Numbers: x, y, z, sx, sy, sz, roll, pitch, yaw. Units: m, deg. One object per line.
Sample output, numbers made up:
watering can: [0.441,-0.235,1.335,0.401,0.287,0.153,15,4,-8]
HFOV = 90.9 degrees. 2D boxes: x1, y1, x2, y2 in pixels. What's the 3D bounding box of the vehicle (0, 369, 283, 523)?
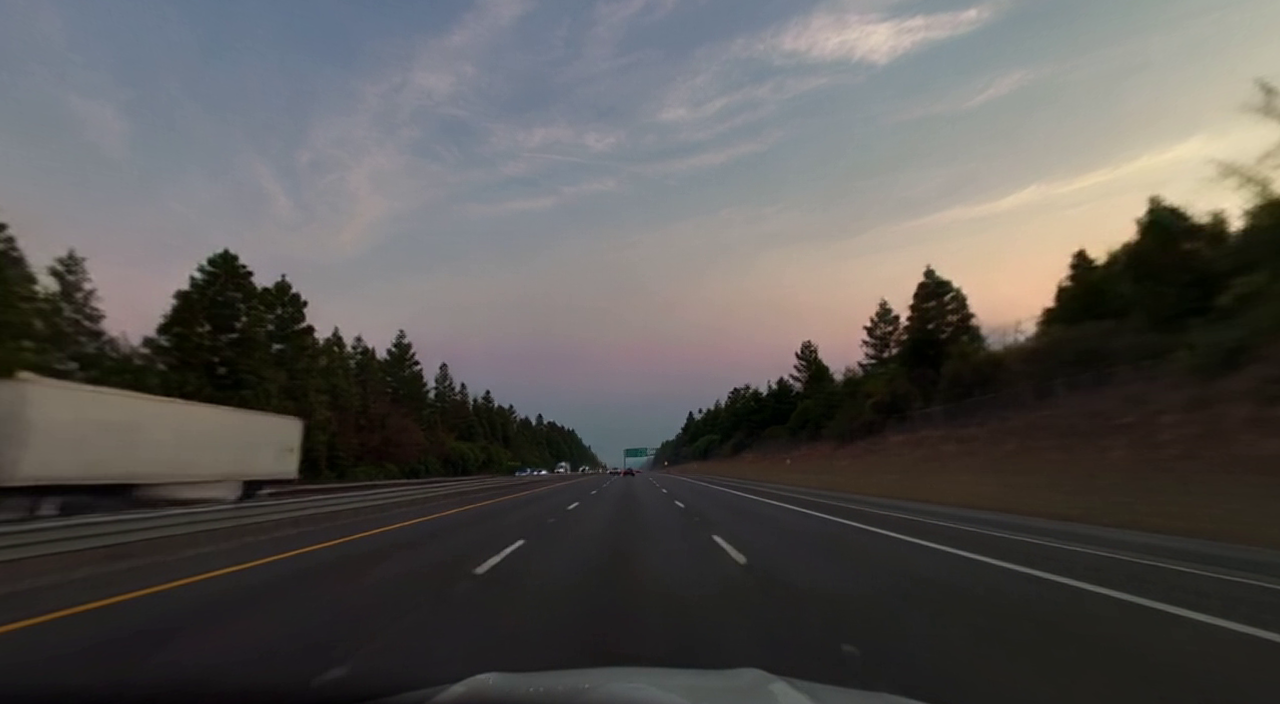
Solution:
vehicle: [-16.696,3.033,19.318,3.250,3.556,14.302,1,-11,-1]
